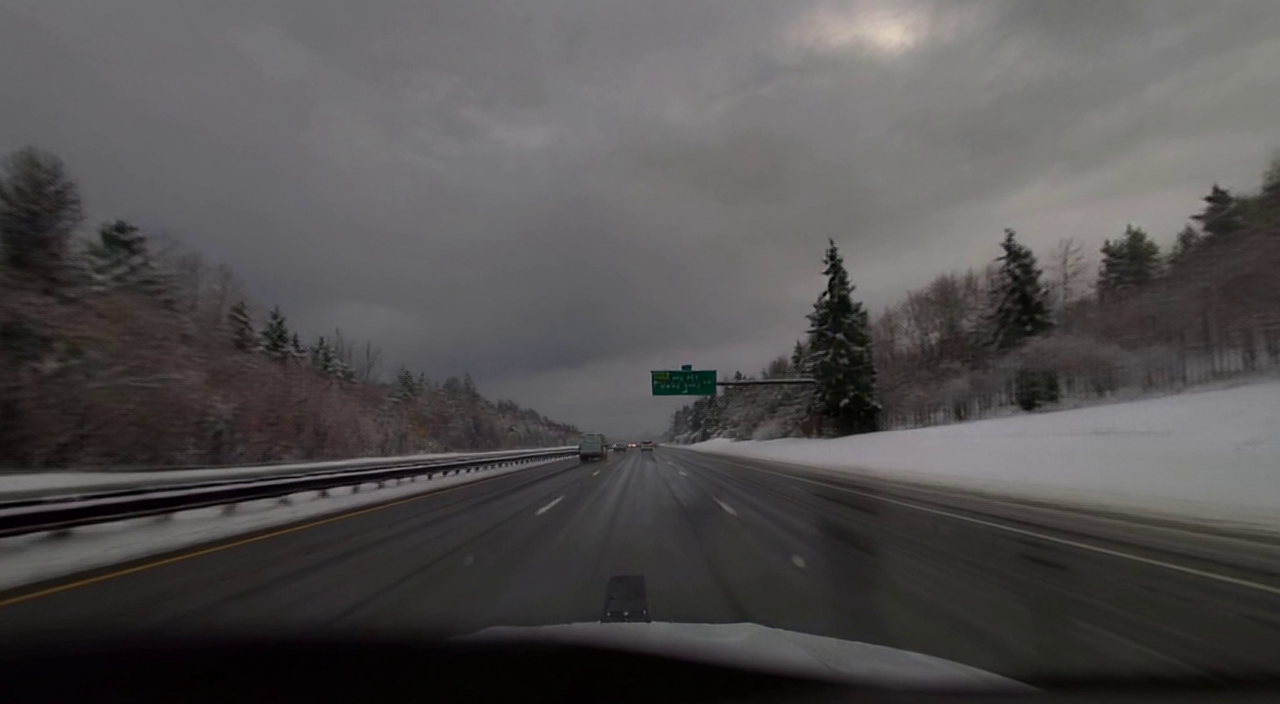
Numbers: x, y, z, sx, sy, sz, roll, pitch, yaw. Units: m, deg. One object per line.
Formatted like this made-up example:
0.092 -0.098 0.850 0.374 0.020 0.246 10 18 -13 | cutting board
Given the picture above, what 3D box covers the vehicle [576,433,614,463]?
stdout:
-3.152 6.933 45.358 2.286 2.011 4.452 0 -8 2 | vehicle
